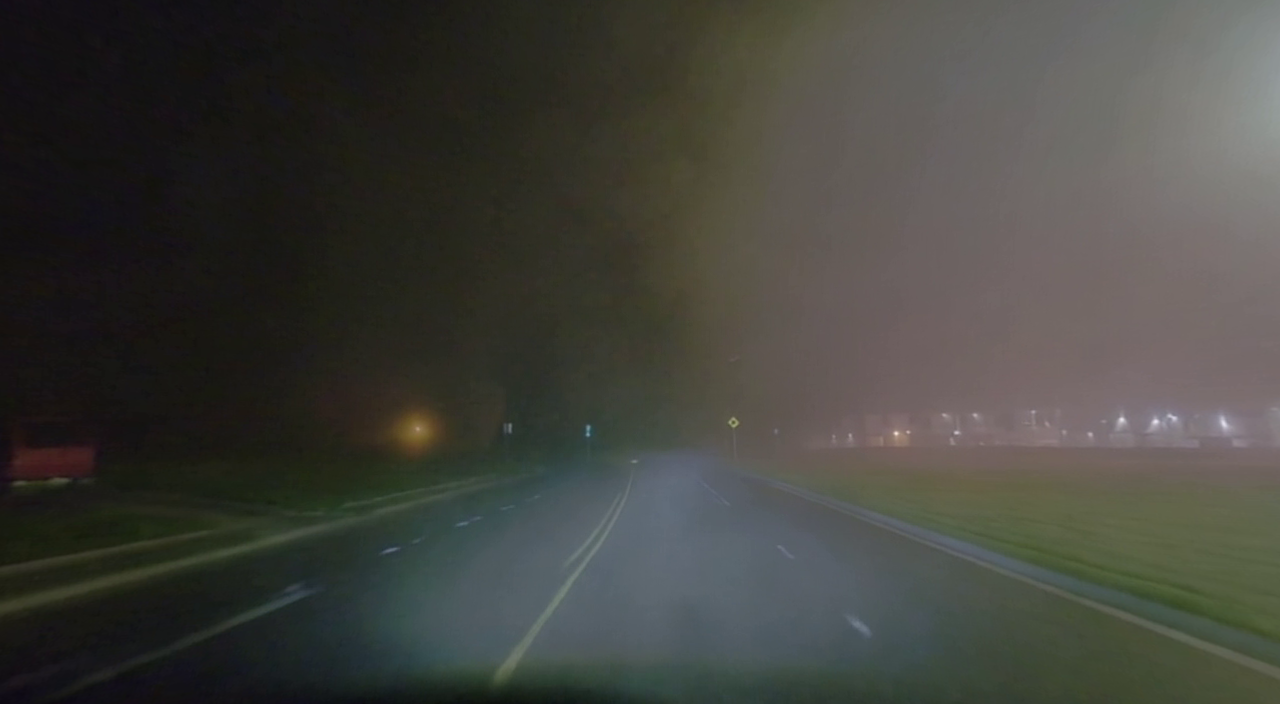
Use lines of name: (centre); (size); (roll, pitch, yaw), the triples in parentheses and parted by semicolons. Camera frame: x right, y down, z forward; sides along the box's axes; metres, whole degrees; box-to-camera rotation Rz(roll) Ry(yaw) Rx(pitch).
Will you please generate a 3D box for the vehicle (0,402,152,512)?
vehicle: (-11.985, 2.062, 12.559); (2.244, 1.796, 5.170); (6, -11, -24)
